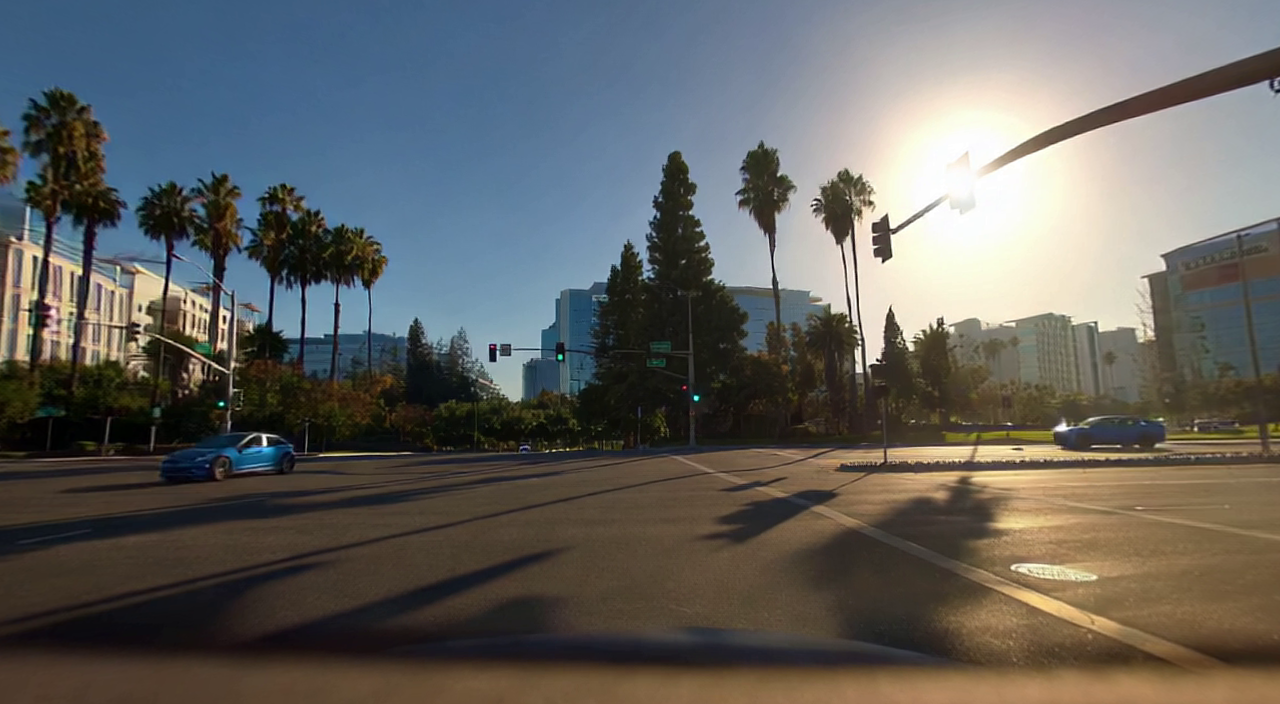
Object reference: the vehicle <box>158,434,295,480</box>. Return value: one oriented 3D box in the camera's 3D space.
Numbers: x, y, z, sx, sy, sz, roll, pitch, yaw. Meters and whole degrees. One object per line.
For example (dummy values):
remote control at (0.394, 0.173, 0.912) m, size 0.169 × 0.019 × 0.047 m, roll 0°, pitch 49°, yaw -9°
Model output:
vehicle at (-14.623, 3.721, 22.566) m, size 2.042 × 1.472 × 4.345 m, roll 0°, pitch -8°, yaw -1°

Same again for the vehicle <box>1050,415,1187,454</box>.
vehicle at (22.630, 3.934, 29.823) m, size 4.820 × 1.751 × 2.050 m, roll 0°, pitch -8°, yaw -1°
